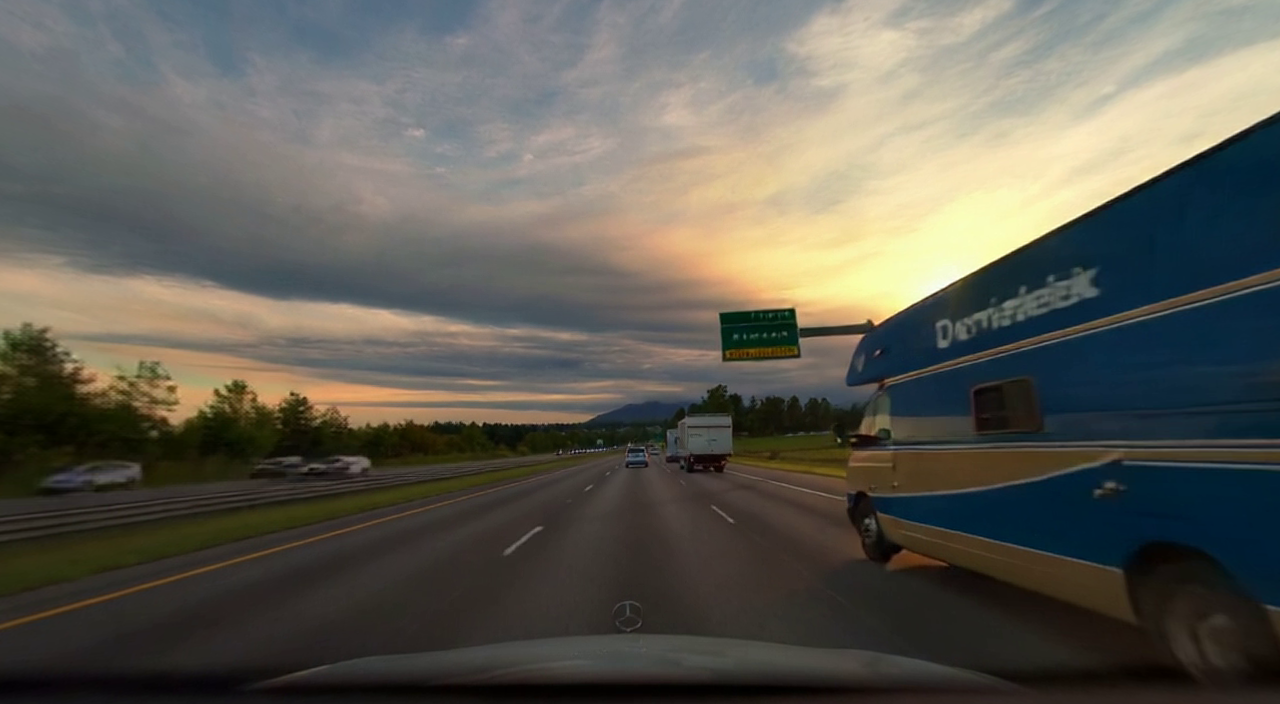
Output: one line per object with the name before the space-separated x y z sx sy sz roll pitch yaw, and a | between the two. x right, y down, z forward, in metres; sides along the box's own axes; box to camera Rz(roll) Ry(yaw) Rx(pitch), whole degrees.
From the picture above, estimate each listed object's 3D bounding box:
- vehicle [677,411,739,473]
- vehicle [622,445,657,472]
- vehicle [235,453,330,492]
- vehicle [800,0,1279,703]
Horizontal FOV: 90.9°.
vehicle | 4.106 5.782 40.153 2.931 3.530 8.760 0 -9 -1
vehicle | -0.036 6.997 41.600 2.151 1.678 3.923 0 -9 0
vehicle | -15.431 5.192 27.458 1.767 1.499 3.962 0 -9 0
vehicle | 3.648 0.495 4.934 2.698 3.001 7.323 0 -9 -1
